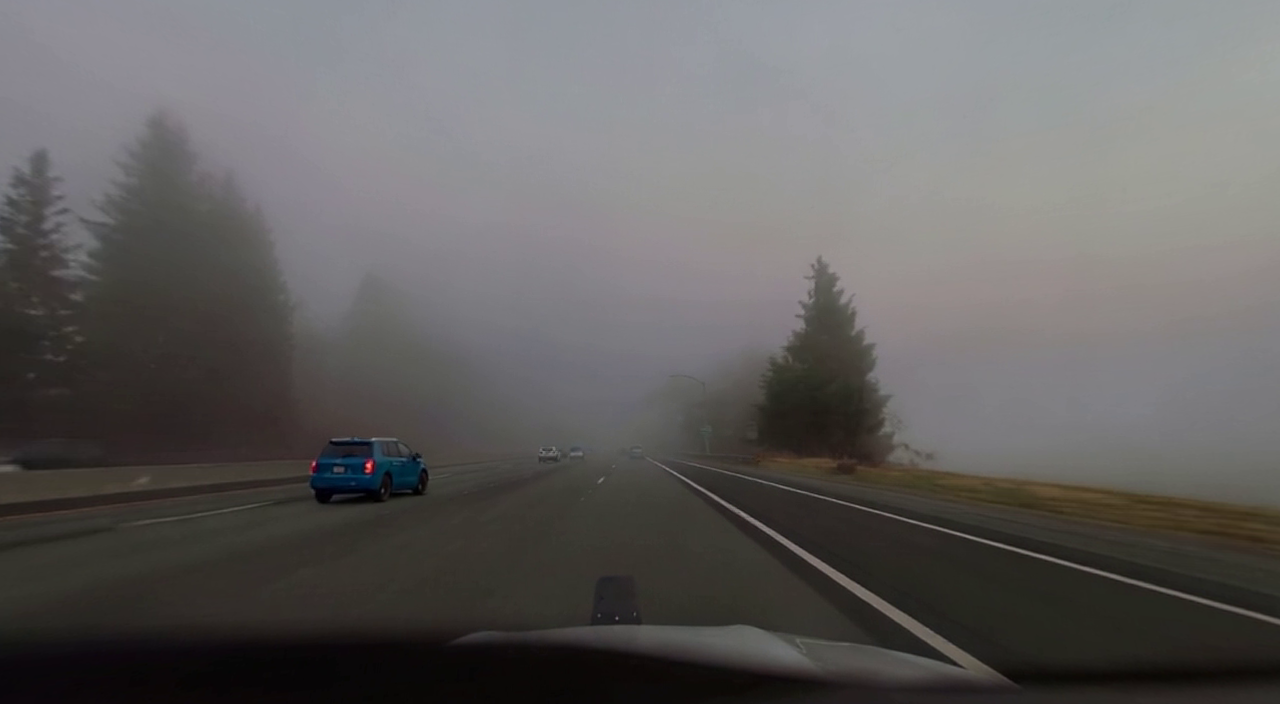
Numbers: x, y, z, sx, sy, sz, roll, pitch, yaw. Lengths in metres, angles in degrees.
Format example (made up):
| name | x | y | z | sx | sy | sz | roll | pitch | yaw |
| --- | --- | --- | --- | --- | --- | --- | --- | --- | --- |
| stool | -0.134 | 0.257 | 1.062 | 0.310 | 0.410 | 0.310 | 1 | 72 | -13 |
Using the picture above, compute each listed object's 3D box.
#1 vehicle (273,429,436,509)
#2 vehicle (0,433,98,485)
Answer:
| name | x | y | z | sx | sy | sz | roll | pitch | yaw |
| --- | --- | --- | --- | --- | --- | --- | --- | --- | --- |
| vehicle | -7.142 | 2.984 | 16.459 | 2.146 | 1.766 | 4.502 | 0 | -9 | 0 |
| vehicle | -39.928 | 6.932 | 40.970 | 2.765 | 3.067 | 7.632 | 0 | -9 | -1 |
